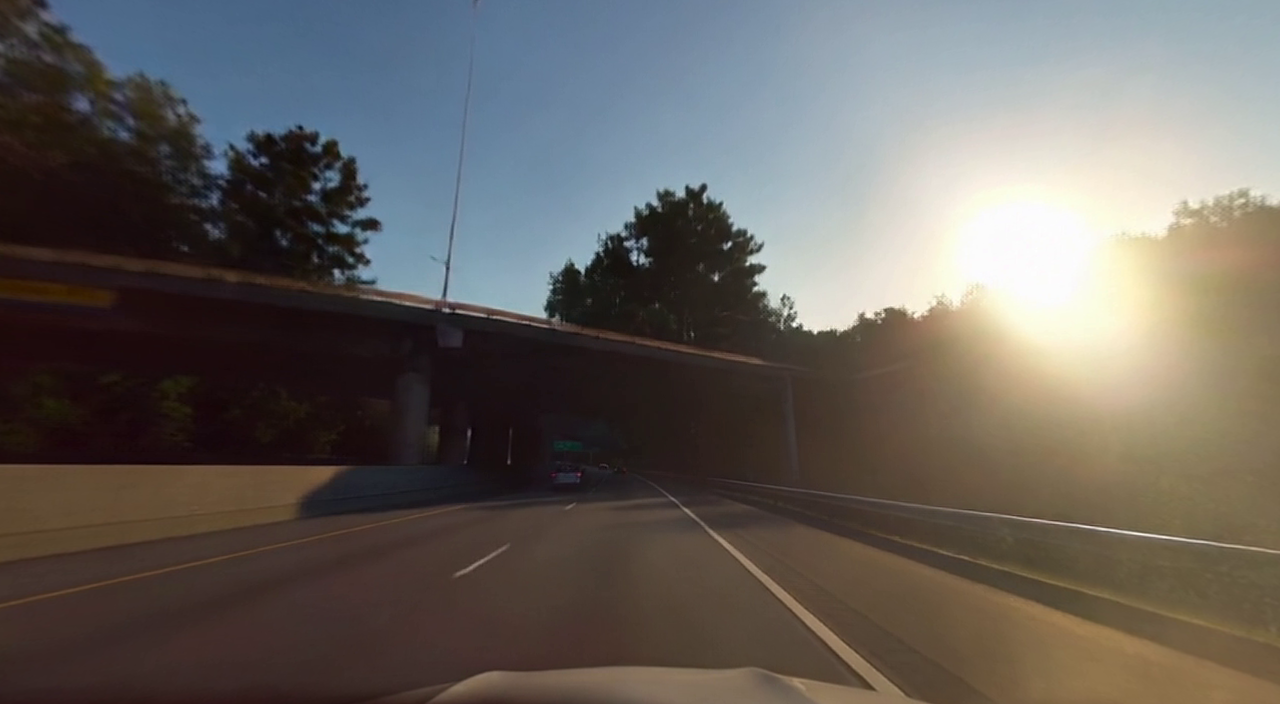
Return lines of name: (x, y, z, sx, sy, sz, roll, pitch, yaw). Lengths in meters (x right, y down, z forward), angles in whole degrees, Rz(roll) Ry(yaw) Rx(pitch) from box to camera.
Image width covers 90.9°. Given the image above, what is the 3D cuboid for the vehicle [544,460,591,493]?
vehicle: (-4.258, 7.470, 37.972, 2.286, 1.757, 5.057, 1, -11, -1)
